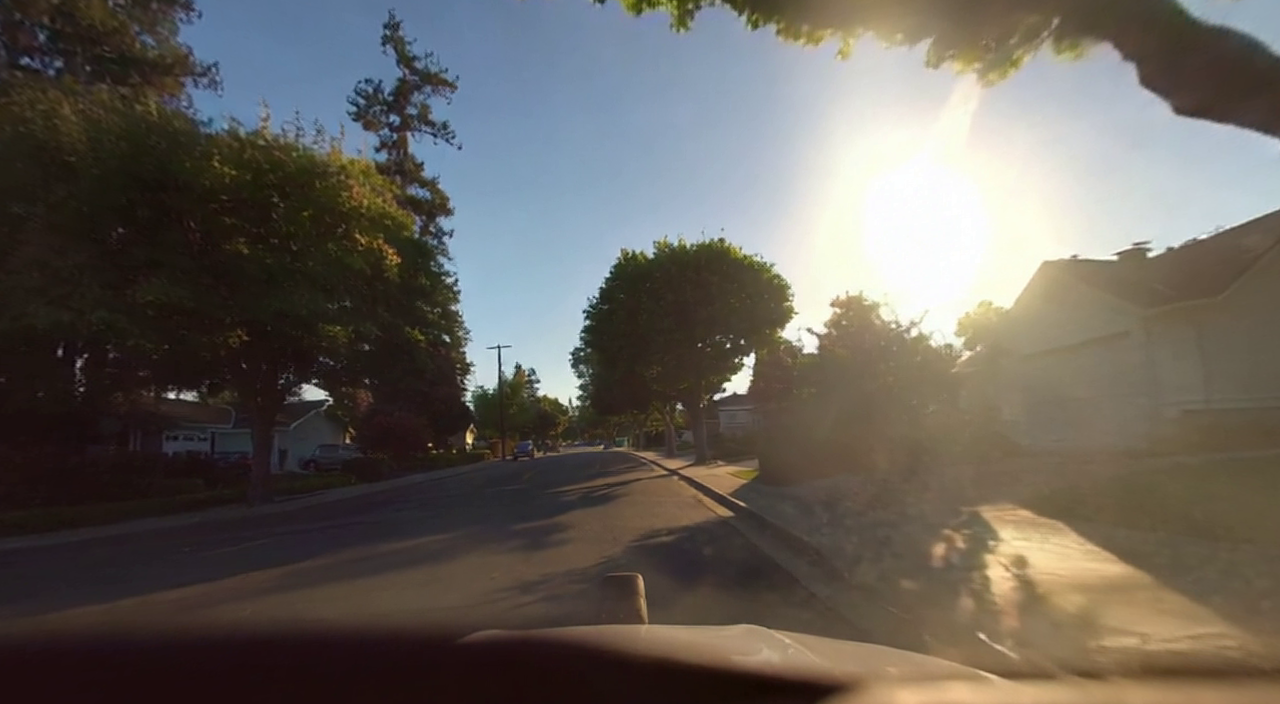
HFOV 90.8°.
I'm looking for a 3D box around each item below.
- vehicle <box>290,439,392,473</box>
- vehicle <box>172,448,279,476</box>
[{"bbox_3d":[-16.235,5.655,34.521,4.559,1.745,1.918,1,-8,-4],"label":"vehicle"},{"bbox_3d":[-22.619,5.988,34.603,4.531,1.470,1.855,0,-8,-1],"label":"vehicle"}]
